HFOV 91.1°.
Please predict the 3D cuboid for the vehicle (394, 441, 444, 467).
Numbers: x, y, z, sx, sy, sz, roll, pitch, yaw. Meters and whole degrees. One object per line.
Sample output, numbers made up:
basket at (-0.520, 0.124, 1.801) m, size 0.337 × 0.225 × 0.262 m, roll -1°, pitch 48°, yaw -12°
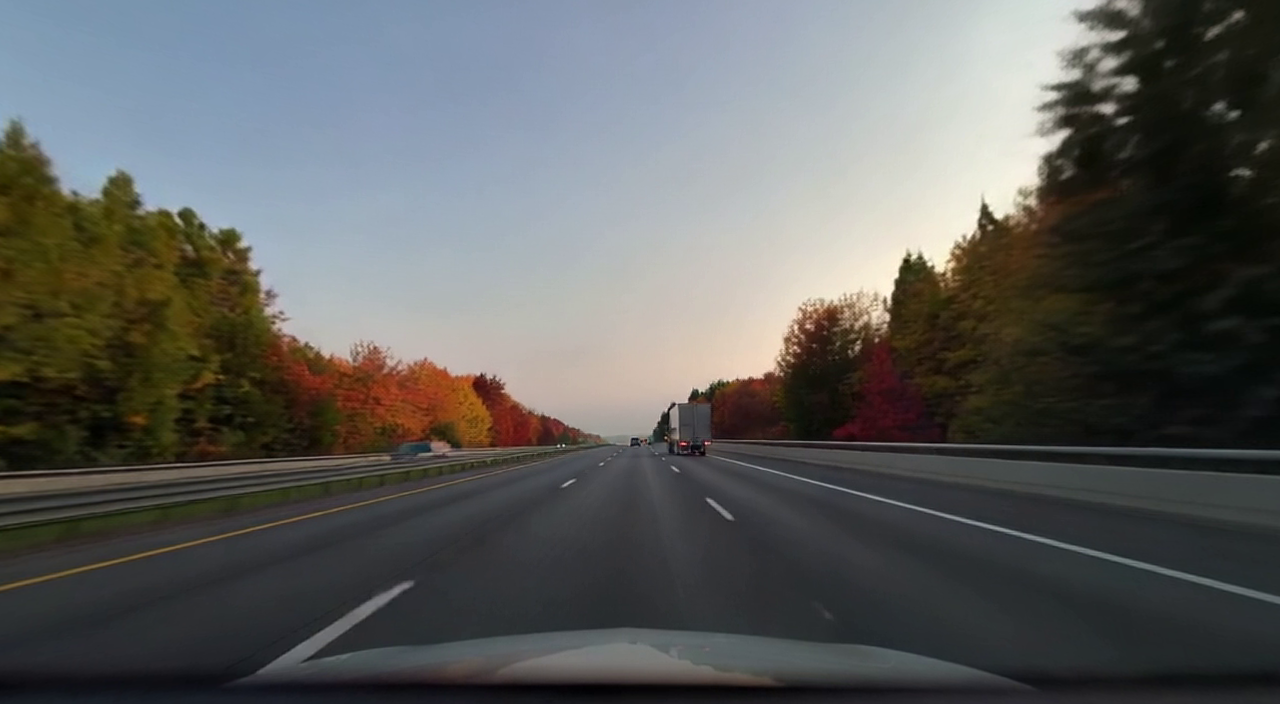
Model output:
vehicle at (-13.916, 6.413, 39.718) m, size 1.806 × 1.491 × 3.826 m, roll 0°, pitch -8°, yaw -1°
